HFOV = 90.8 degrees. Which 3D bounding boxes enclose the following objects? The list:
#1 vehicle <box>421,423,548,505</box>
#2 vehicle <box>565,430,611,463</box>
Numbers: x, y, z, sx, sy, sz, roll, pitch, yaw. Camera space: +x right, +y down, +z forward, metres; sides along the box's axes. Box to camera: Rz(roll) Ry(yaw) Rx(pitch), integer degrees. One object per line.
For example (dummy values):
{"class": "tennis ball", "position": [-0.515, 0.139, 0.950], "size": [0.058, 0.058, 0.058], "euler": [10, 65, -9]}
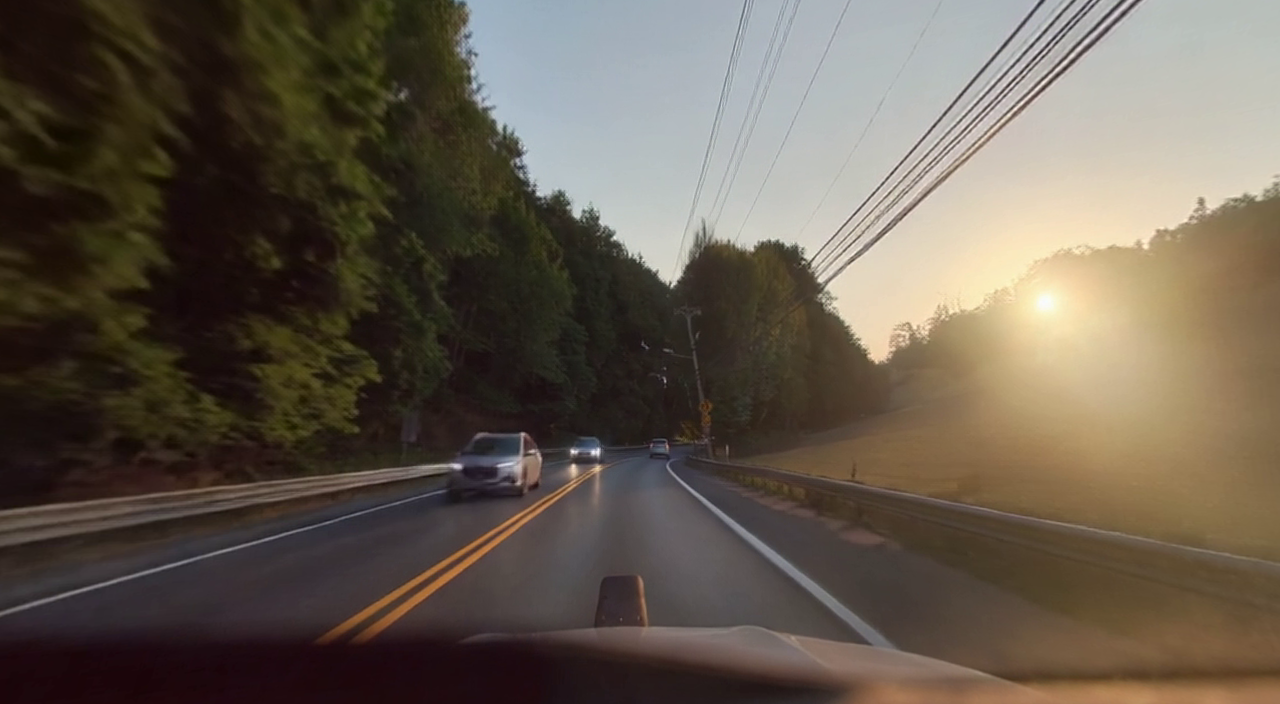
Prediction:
{"class": "vehicle", "position": [-3.815, 2.853, 16.514], "size": [2.120, 1.821, 4.650], "euler": [0, -8, 0]}
{"class": "vehicle", "position": [-3.291, 6.186, 41.197], "size": [2.343, 1.998, 4.973], "euler": [-1, -8, 3]}
